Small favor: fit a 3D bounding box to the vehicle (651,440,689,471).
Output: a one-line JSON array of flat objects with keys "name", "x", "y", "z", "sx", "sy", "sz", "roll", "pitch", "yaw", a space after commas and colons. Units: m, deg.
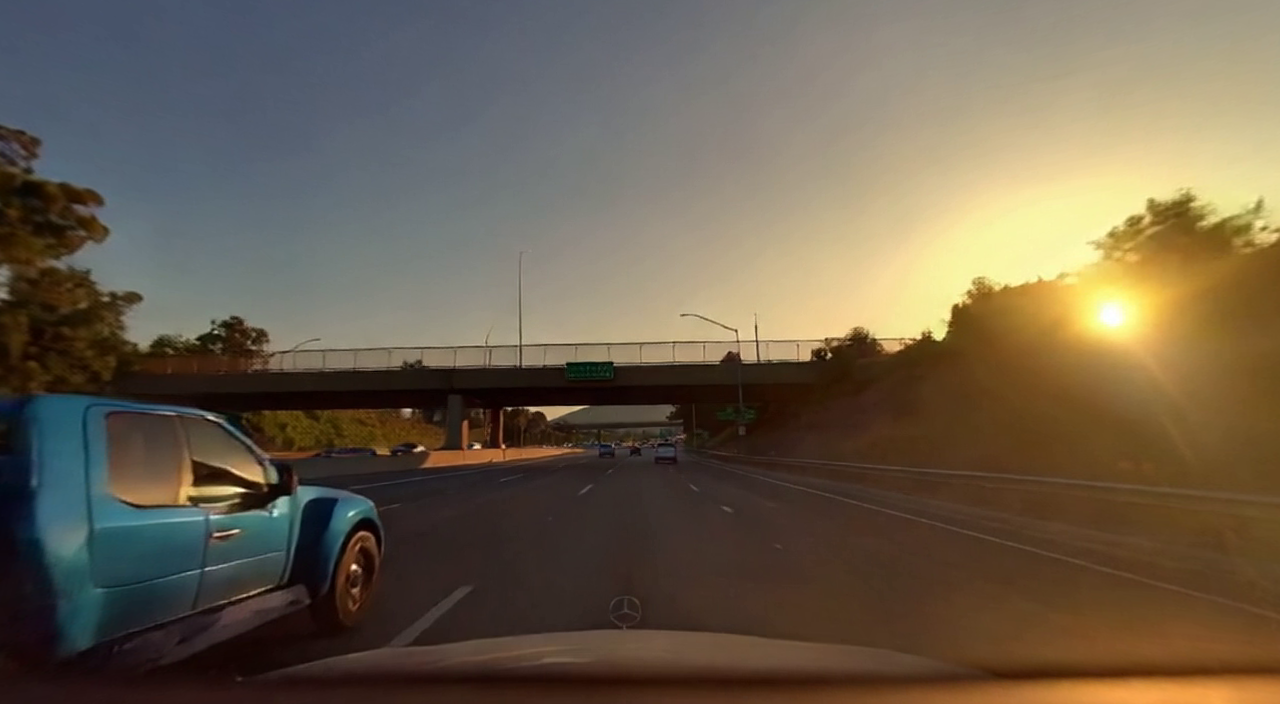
[{"name": "vehicle", "x": 1.626, "y": 5.836, "z": 35.865, "sx": 2.010, "sy": 1.637, "sz": 4.940, "roll": 0, "pitch": -8, "yaw": 1}]
